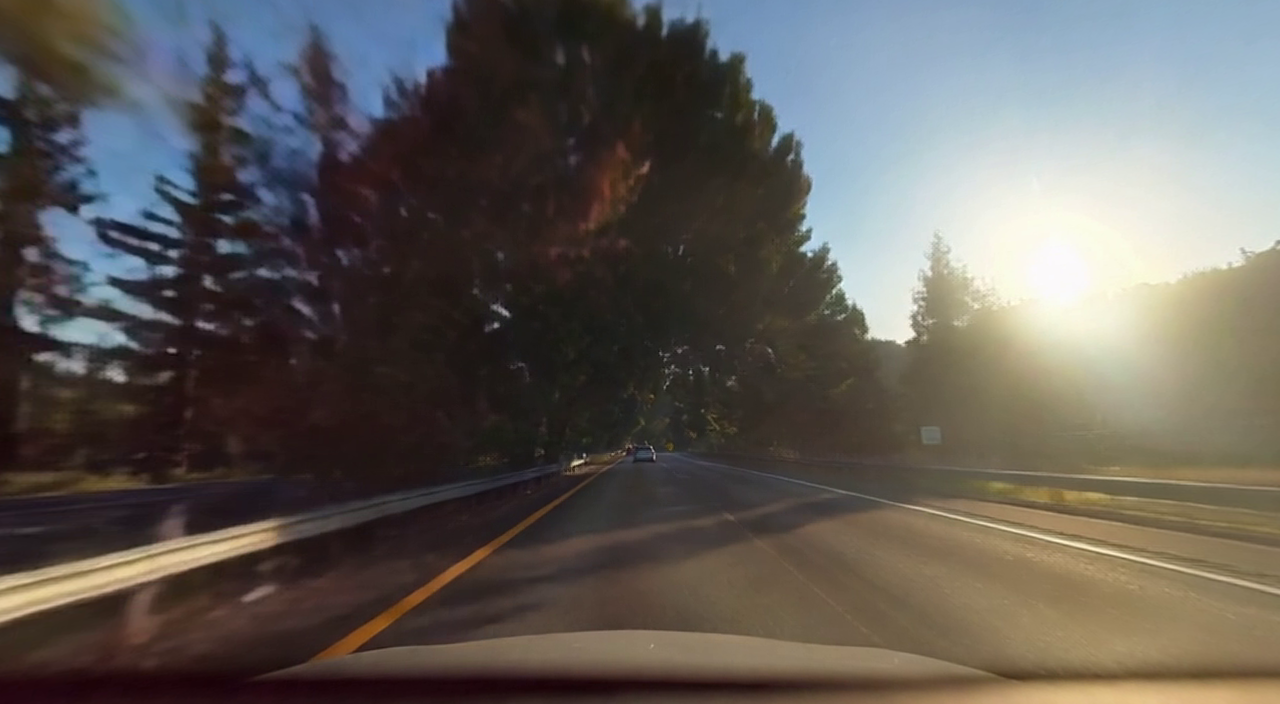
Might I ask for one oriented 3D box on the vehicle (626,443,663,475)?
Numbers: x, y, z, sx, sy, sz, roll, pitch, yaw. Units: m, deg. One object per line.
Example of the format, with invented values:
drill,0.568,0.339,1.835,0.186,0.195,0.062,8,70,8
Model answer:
vehicle,0.233,5.918,35.093,1.987,1.658,3.620,0,-9,0
